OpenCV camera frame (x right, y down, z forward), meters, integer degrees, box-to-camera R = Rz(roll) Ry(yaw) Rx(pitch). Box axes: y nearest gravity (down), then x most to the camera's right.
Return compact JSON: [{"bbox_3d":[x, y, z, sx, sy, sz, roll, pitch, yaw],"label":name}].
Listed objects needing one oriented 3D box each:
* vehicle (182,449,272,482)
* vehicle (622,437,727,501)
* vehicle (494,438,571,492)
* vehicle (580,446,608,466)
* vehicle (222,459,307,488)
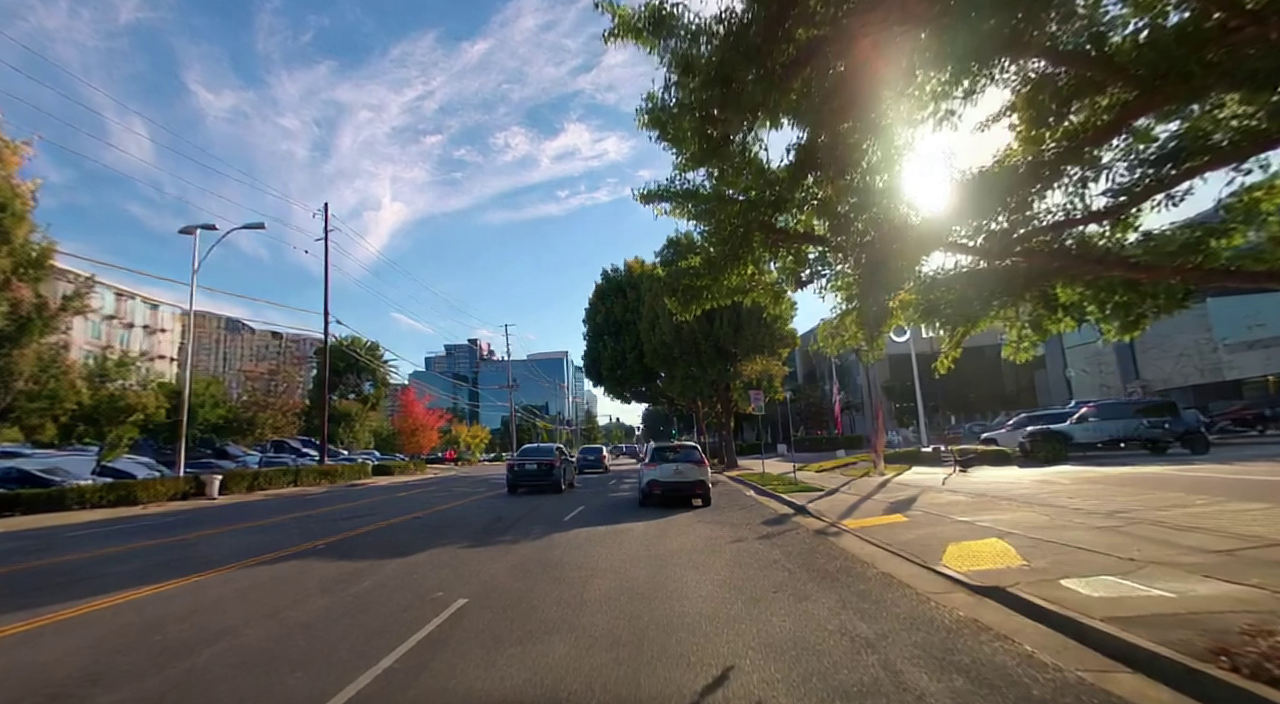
[{"bbox_3d":[-28.451,7.800,43.479,4.703,2.084,2.143,-1,-8,5],"label":"vehicle"},{"bbox_3d":[0.829,3.290,18.242,2.108,1.612,4.246,2,-8,-10],"label":"vehicle"},{"bbox_3d":[-3.668,3.928,22.254,1.862,1.694,4.315,0,-8,1],"label":"vehicle"},{"bbox_3d":[-3.576,8.192,49.682,1.951,1.516,3.684,0,-8,1],"label":"vehicle"},{"bbox_3d":[-22.487,7.275,38.011,1.862,1.468,4.708,-1,-8,6],"label":"vehicle"}]
